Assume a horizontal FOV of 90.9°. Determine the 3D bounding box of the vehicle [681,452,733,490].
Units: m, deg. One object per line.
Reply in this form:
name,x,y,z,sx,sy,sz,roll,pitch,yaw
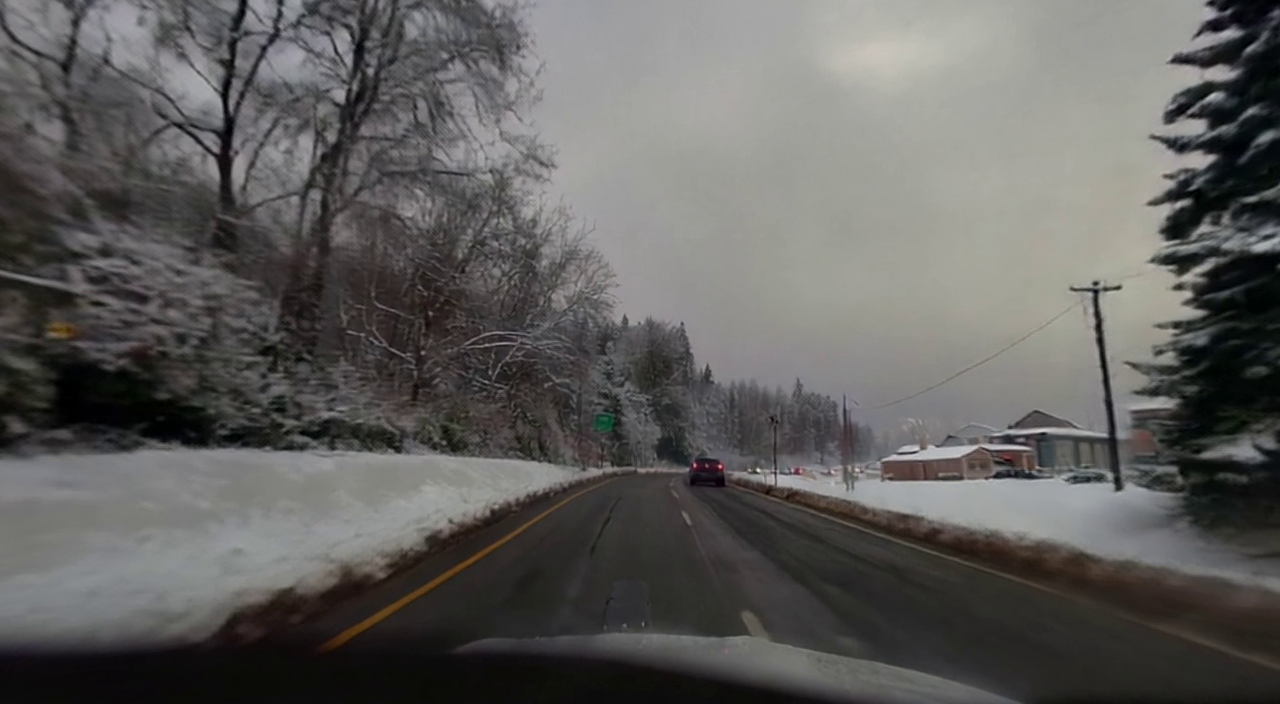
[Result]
vehicle,2.870,5.213,27.960,1.956,1.473,4.640,0,-8,2
